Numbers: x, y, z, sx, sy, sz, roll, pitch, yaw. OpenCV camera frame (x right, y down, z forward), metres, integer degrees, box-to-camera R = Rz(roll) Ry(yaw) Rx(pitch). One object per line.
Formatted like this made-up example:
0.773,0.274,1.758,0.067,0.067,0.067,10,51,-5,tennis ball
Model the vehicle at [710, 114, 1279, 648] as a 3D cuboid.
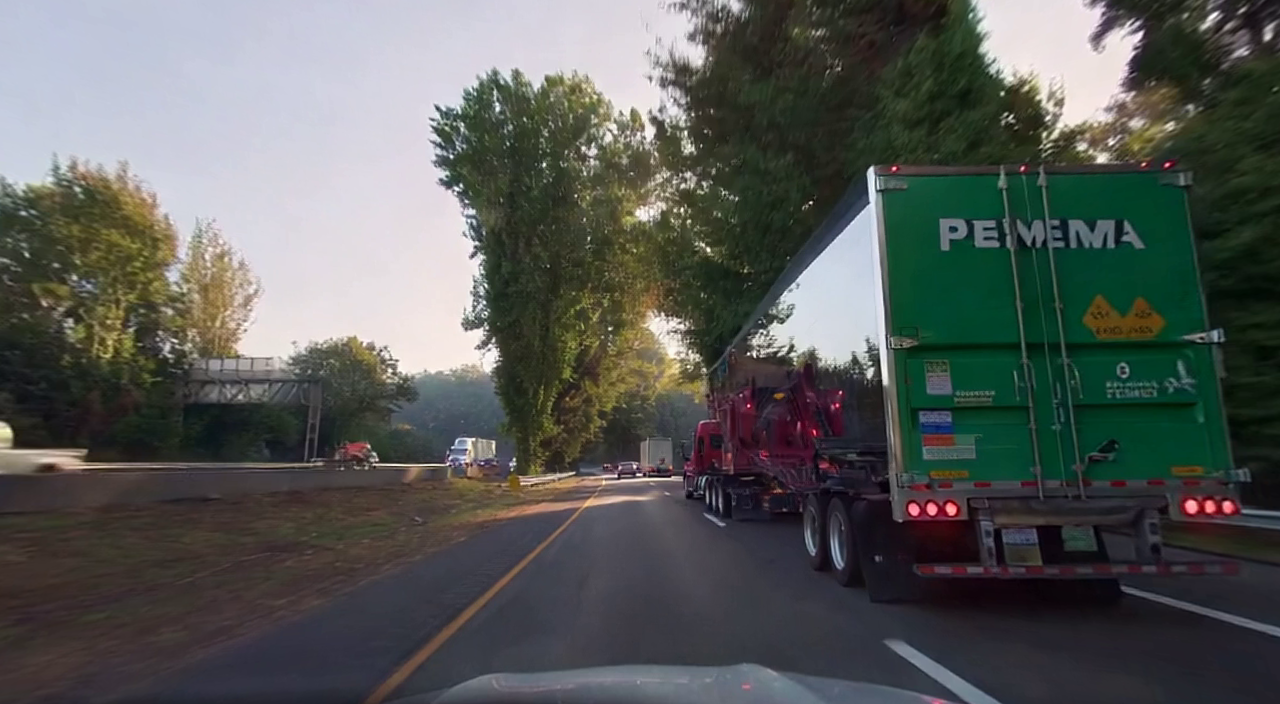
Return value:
3.558,1.331,11.657,2.856,4.040,14.009,1,-10,0,vehicle
